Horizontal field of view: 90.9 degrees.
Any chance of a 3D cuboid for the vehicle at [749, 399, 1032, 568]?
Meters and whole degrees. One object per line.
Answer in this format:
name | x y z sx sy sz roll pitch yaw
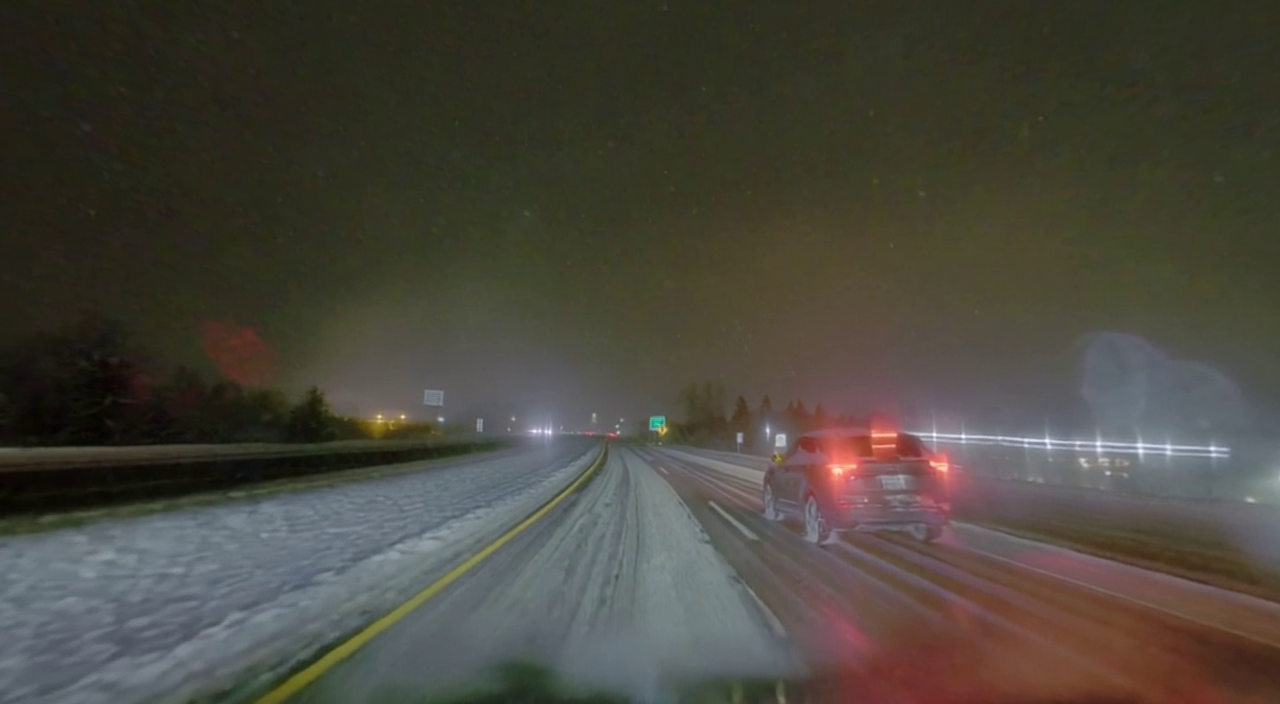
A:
vehicle | 2.954 1.660 8.653 2.059 1.715 4.192 0 -8 -1
